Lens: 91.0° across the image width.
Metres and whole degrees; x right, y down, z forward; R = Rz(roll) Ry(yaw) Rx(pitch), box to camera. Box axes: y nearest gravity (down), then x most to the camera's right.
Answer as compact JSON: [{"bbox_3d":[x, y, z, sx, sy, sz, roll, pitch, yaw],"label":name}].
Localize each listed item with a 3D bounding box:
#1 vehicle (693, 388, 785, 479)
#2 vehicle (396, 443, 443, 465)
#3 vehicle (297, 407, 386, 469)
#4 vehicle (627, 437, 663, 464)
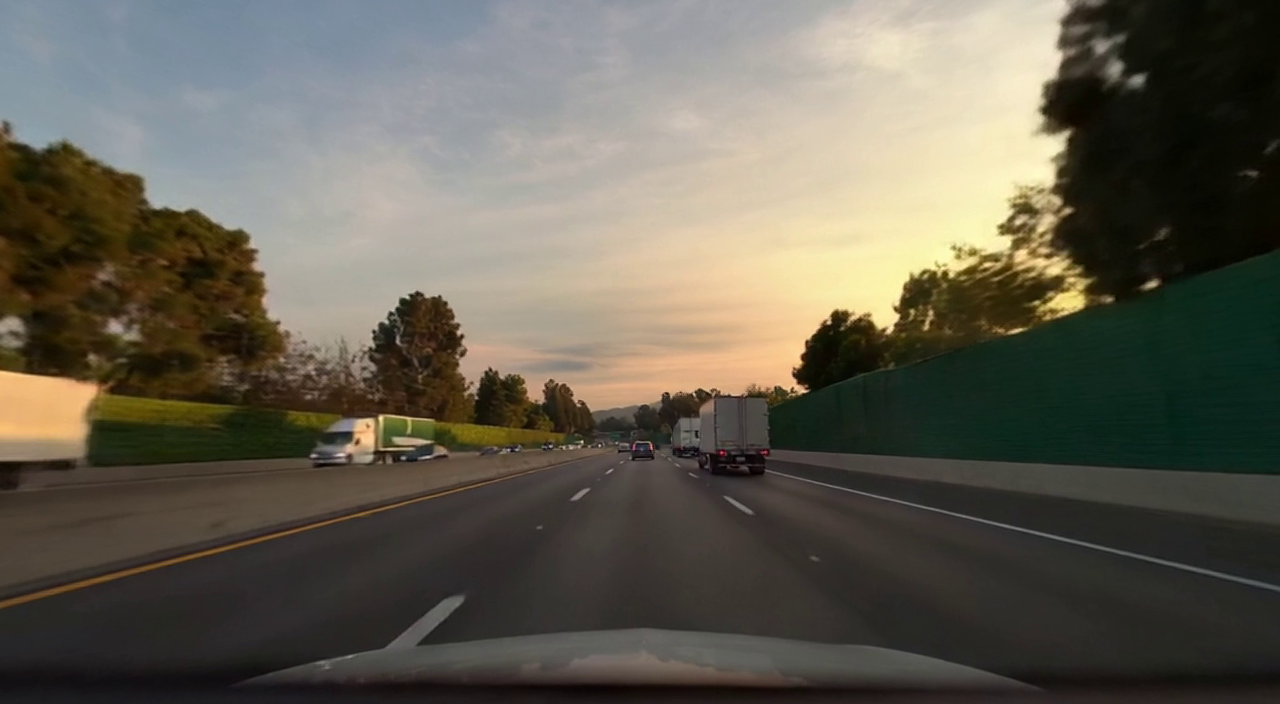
[{"bbox_3d":[4.049,3.646,27.766,2.742,3.383,8.285,0,-8,1],"label":"vehicle"},{"bbox_3d":[-16.063,7.405,45.984,1.842,1.480,4.243,0,-8,1],"label":"vehicle"},{"bbox_3d":[-20.693,6.018,44.123,2.952,3.960,6.390,0,-8,1],"label":"vehicle"},{"bbox_3d":[0.328,6.825,43.865,2.389,1.760,4.473,0,-8,1],"label":"vehicle"}]
